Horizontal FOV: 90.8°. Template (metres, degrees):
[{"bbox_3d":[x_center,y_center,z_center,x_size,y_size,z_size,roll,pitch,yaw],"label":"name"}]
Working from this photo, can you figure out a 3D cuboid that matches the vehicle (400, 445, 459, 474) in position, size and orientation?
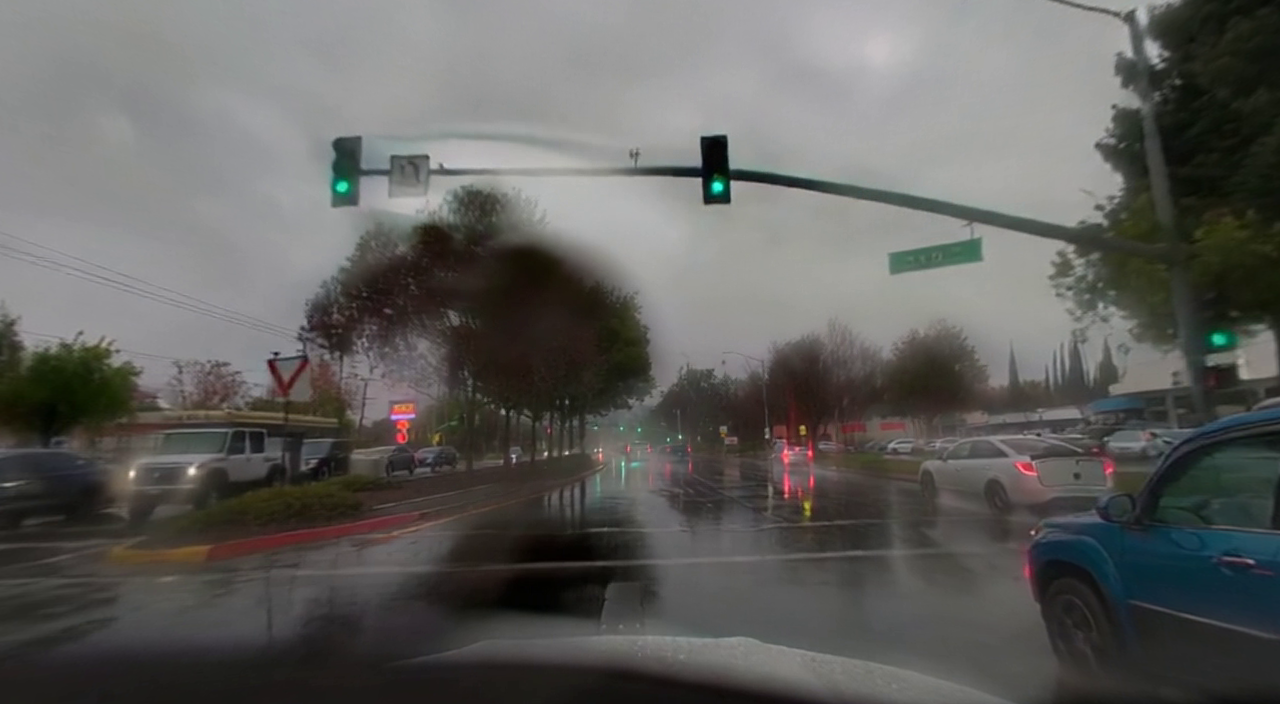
[{"bbox_3d":[-14.050,7.191,42.529,2.159,1.836,5.038,0,-9,1],"label":"vehicle"}]

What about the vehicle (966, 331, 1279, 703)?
[{"bbox_3d":[3.431,0.786,2.343,2.076,1.716,4.416,0,-9,0],"label":"vehicle"}]

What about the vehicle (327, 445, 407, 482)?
[{"bbox_3d":[-14.487,5.925,33.890,2.242,1.836,4.811,0,-9,-1],"label":"vehicle"}]

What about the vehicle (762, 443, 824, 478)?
[{"bbox_3d":[7.032,5.012,29.436,1.879,1.517,4.006,0,-9,0],"label":"vehicle"}]

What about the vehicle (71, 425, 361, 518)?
[{"bbox_3d":[-10.503,3.047,16.852,2.909,1.956,6.908,0,-9,1],"label":"vehicle"}]

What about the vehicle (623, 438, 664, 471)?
[{"bbox_3d":[0.169,6.451,40.035,2.402,1.938,4.535,0,-9,-1],"label":"vehicle"}]

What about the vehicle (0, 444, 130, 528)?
[{"bbox_3d":[-14.027,2.874,13.800,2.015,1.679,4.535,0,-9,-1],"label":"vehicle"}]
